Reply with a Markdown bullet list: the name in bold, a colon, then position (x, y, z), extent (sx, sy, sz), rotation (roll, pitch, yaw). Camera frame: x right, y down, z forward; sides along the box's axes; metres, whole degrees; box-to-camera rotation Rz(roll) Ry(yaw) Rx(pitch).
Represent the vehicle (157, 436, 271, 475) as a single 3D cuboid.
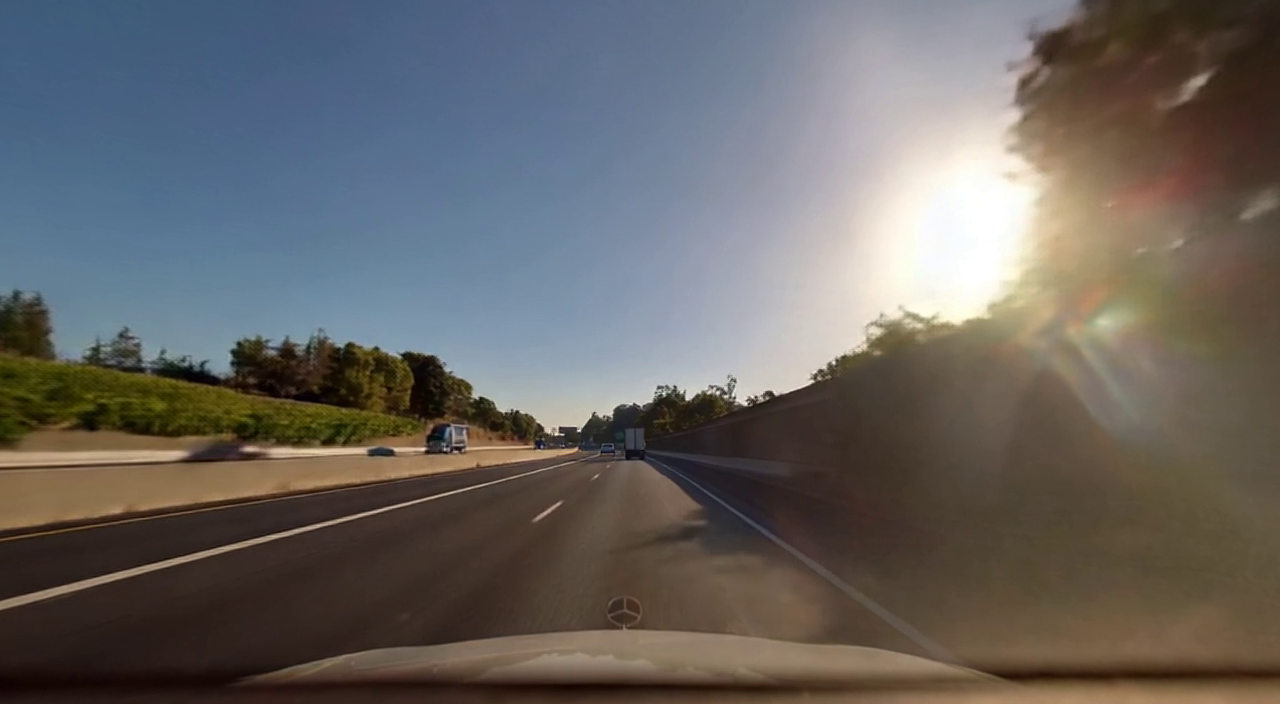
- **vehicle**: position (-19.299, 4.706, 28.845), extent (1.957, 1.627, 4.639), rotation (0, -9, 0)
